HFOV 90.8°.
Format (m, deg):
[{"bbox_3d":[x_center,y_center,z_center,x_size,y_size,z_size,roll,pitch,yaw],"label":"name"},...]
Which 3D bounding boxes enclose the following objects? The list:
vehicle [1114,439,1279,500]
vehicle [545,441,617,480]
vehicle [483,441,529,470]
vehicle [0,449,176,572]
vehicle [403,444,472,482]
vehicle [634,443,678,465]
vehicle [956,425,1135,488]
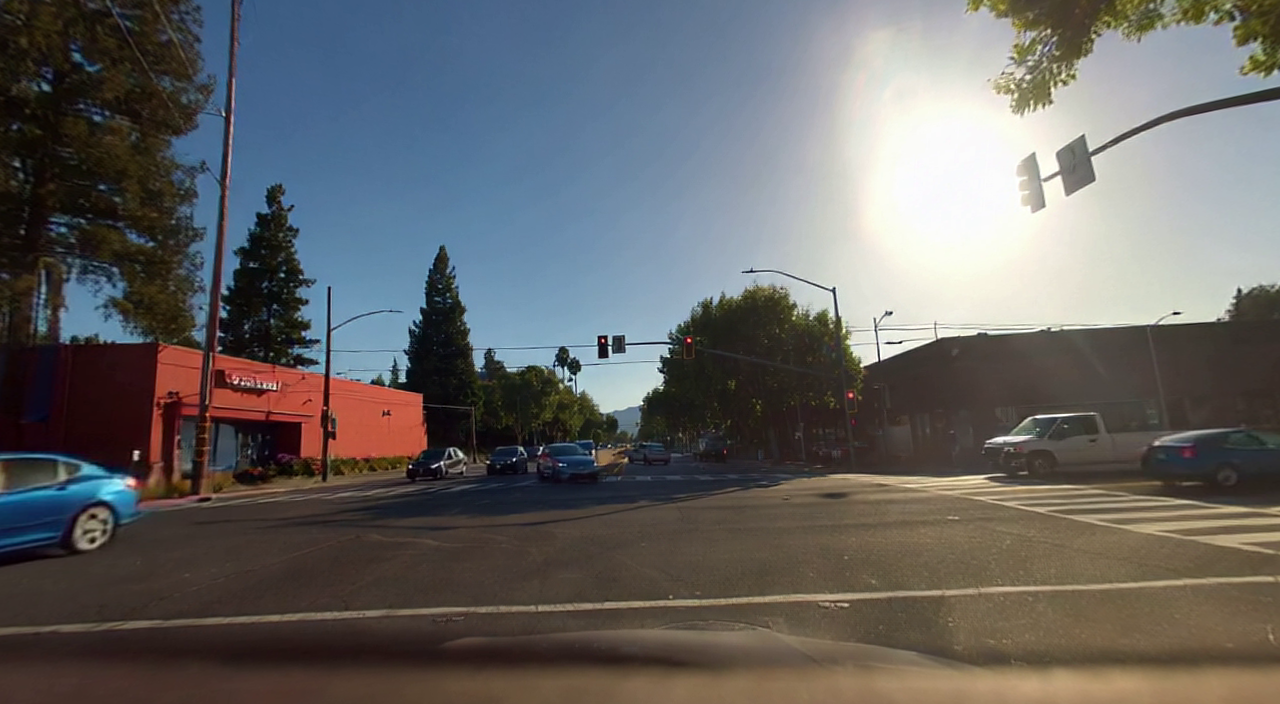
[{"bbox_3d":[14.669,2.893,15.730,4.228,1.416,1.846,0,-9,-1],"label":"vehicle"},{"bbox_3d":[-2.564,4.476,26.391,1.935,1.464,4.562,3,-9,-19],"label":"vehicle"},{"bbox_3d":[-8.611,6.693,41.081,2.087,1.718,4.700,0,-9,-2],"label":"vehicle"},{"bbox_3d":[-8.701,2.000,8.174,2.024,1.460,4.381,0,-9,0],"label":"vehicle"},{"bbox_3d":[-8.635,4.744,27.357,1.779,1.460,4.463,0,-9,-4],"label":"vehicle"},{"bbox_3d":[1.013,7.074,44.105,1.919,1.453,4.828,2,-9,-13],"label":"vehicle"},{"bbox_3d":[14.819,3.784,23.129,5.910,2.046,2.228,3,-9,-20],"label":"vehicle"}]
